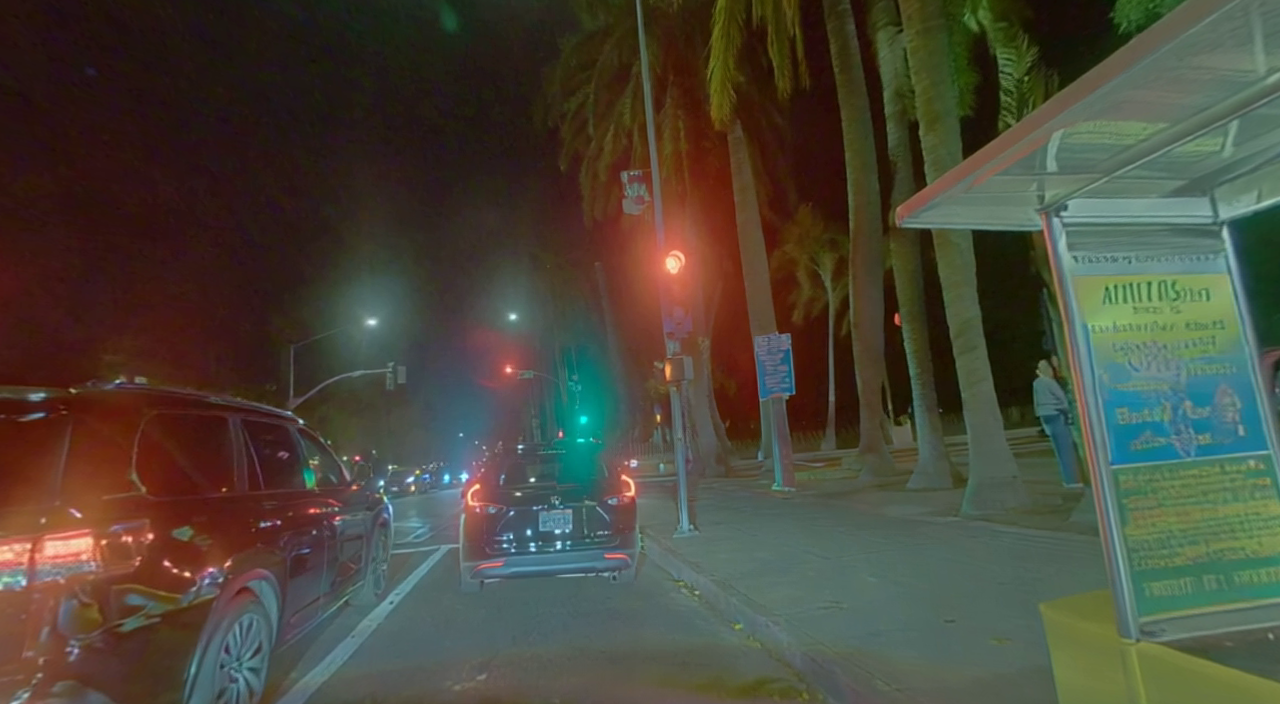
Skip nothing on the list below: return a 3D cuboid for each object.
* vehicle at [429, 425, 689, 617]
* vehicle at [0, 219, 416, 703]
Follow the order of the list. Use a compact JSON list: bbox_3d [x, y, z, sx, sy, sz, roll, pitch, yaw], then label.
[{"bbox_3d":[-1.029,1.651,7.231,2.065,1.467,4.289,2,-9,-11],"label":"vehicle"},{"bbox_3d":[-2.768,0.903,3.212,2.098,1.851,4.571,1,-9,-7],"label":"vehicle"}]
